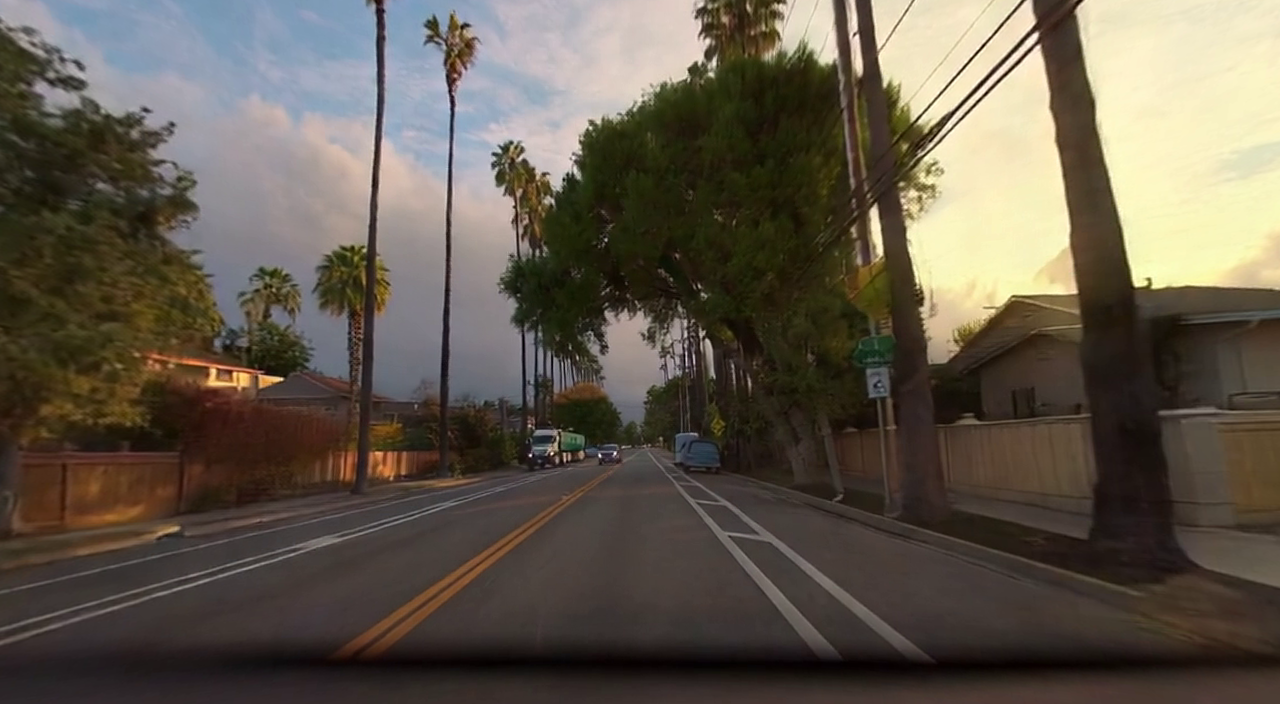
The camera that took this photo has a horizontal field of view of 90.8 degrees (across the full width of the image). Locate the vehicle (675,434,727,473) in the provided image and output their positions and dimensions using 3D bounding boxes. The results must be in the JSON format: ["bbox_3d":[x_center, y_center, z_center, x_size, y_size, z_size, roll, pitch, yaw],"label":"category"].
[{"bbox_3d":[3.093,5.287,33.148,2.168,1.851,4.861,0,-9,-1],"label":"vehicle"}]

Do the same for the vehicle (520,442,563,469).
[{"bbox_3d":[-6.422,6.816,41.722,1.935,1.655,4.409,0,-9,2],"label":"vehicle"}]
